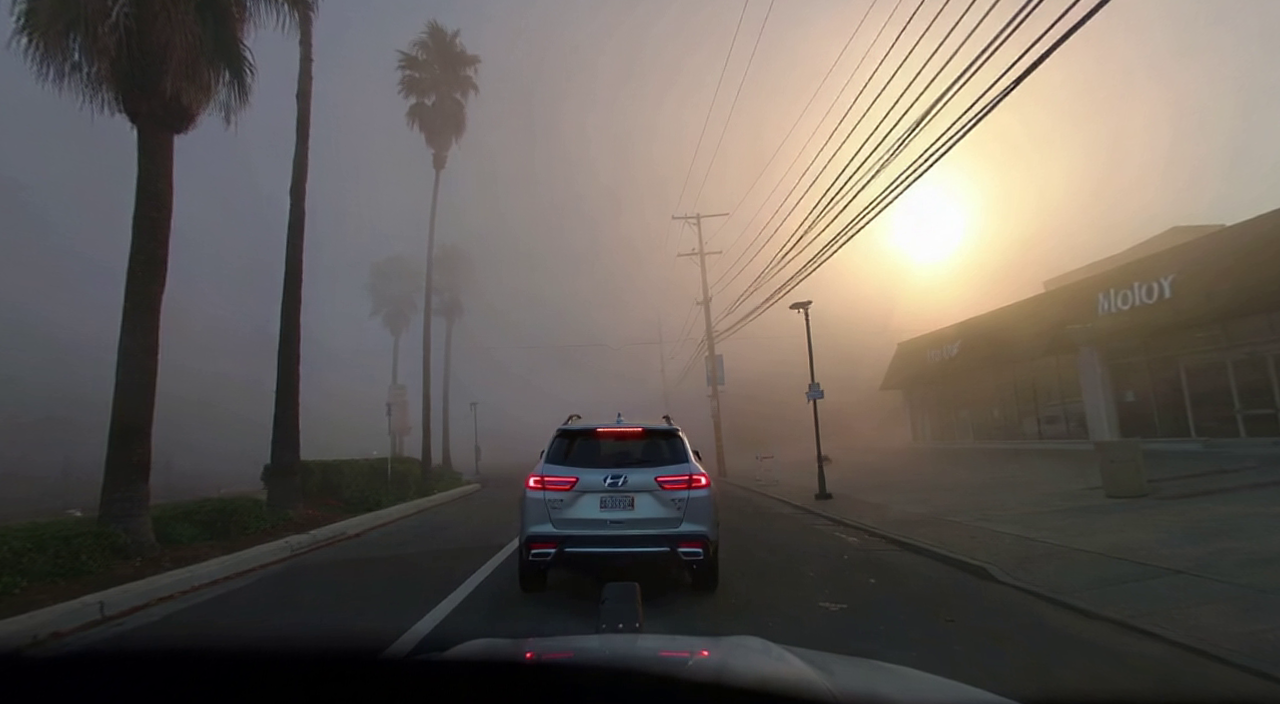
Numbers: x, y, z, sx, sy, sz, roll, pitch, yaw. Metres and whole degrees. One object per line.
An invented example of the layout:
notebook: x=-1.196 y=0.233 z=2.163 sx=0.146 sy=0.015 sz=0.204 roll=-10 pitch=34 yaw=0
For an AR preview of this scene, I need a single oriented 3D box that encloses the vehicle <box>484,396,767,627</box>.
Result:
vehicle: x=-0.191 y=1.457 z=6.675 sx=2.105 sy=1.702 sz=3.750 roll=0 pitch=-8 yaw=-3
